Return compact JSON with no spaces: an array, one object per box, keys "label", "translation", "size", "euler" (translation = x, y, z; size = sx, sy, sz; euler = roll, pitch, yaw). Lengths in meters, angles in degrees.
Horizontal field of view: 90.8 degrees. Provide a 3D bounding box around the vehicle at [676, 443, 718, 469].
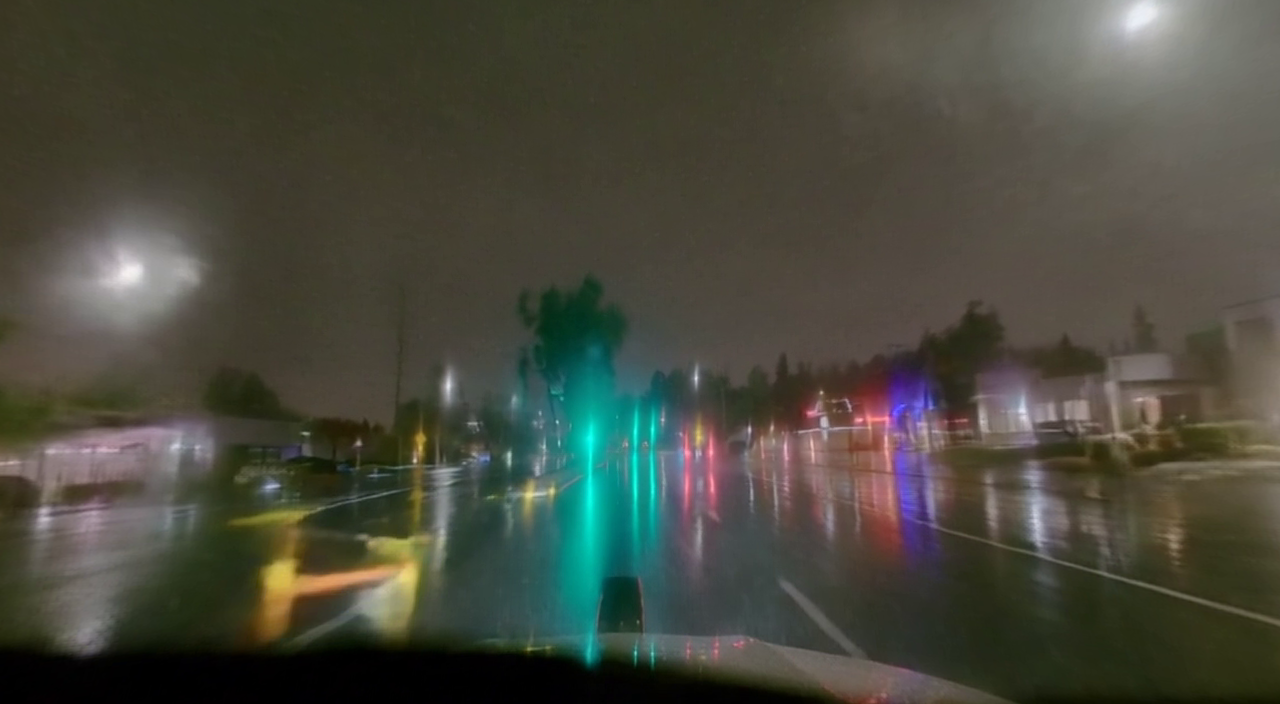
[{"label":"vehicle","translation":[3.286,6.018,36.936],"size":[1.929,1.411,4.284],"euler":[0,-8,-2]}]
